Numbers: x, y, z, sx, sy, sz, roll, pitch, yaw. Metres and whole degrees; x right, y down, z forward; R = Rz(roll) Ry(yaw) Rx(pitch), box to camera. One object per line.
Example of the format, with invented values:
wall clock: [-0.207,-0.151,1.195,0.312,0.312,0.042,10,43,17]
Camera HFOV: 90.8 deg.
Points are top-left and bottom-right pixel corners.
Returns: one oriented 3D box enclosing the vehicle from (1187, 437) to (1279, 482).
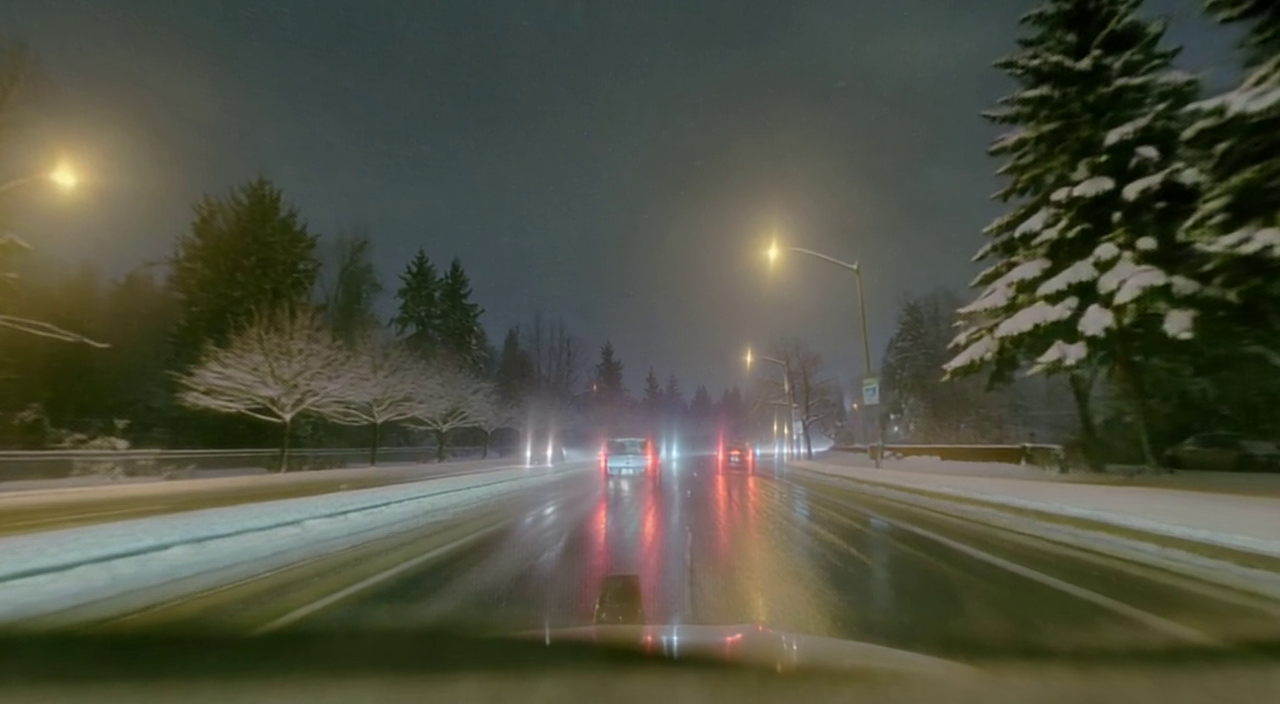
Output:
vehicle: [21.415,3.810,22.701,4.404,1.469,1.947,7,-11,-42]

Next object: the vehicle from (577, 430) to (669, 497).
vehicle: [-0.340,3.206,18.496,2.105,1.676,4.541,-1,-9,6]

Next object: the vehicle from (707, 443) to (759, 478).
vehicle: [4.112,4.850,28.486,2.147,1.474,4.083,-1,-9,6]
